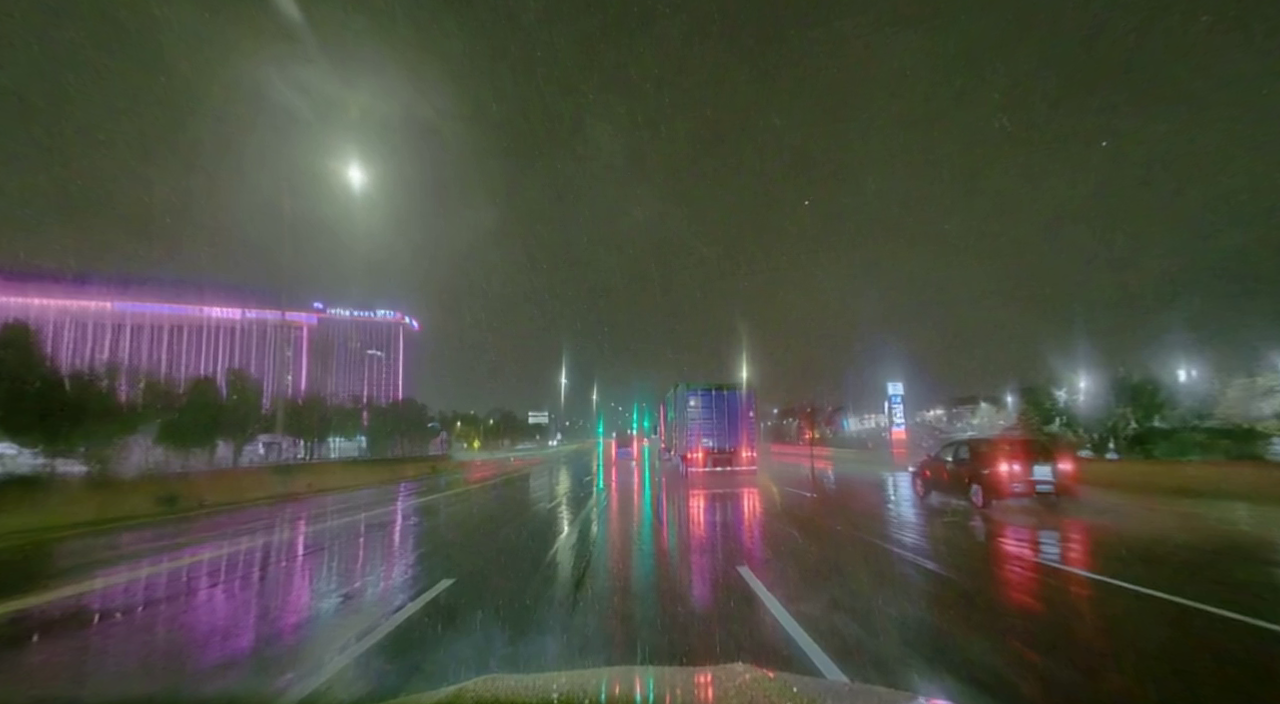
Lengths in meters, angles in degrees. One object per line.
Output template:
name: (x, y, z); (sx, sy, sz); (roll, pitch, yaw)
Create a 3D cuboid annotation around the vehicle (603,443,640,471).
vehicle: (-0.979, 5.758, 34.784); (1.929, 1.395, 3.999); (0, -9, -1)

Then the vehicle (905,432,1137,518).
vehicle: (7.764, 2.537, 13.580); (2.105, 1.494, 4.537); (0, -9, 0)

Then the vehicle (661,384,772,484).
vehicle: (2.746, 3.538, 26.646); (2.934, 3.325, 10.986); (0, -9, -2)
